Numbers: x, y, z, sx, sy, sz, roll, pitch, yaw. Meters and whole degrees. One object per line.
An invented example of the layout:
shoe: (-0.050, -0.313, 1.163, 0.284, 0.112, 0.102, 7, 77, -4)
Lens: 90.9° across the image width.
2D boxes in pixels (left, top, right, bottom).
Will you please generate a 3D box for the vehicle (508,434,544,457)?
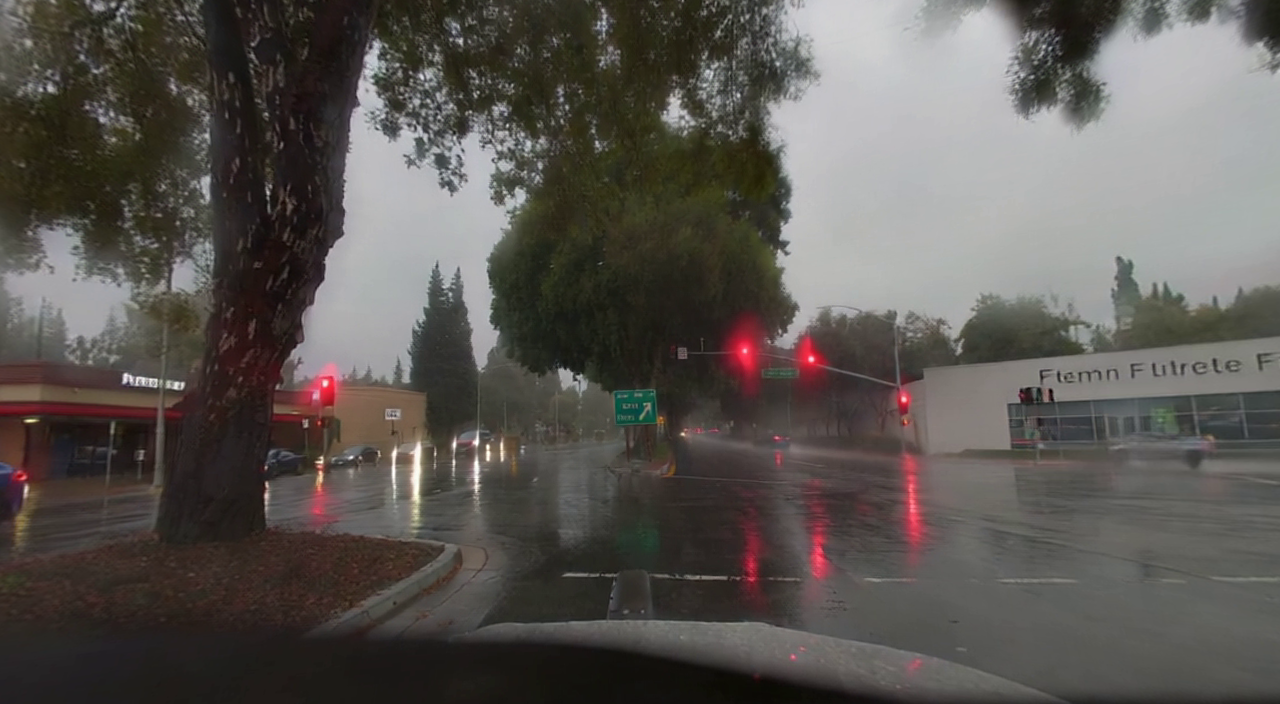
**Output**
vehicle: (-8.072, 6.663, 45.087, 1.920, 1.546, 4.086, 0, -9, -1)

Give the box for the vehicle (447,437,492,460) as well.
vehicle: (-11.794, 6.688, 43.893, 2.111, 1.499, 4.371, 0, -9, -3)

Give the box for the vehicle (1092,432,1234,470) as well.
vehicle: (24.420, 4.641, 29.683, 4.667, 1.664, 1.936, -4, -9, 23)
